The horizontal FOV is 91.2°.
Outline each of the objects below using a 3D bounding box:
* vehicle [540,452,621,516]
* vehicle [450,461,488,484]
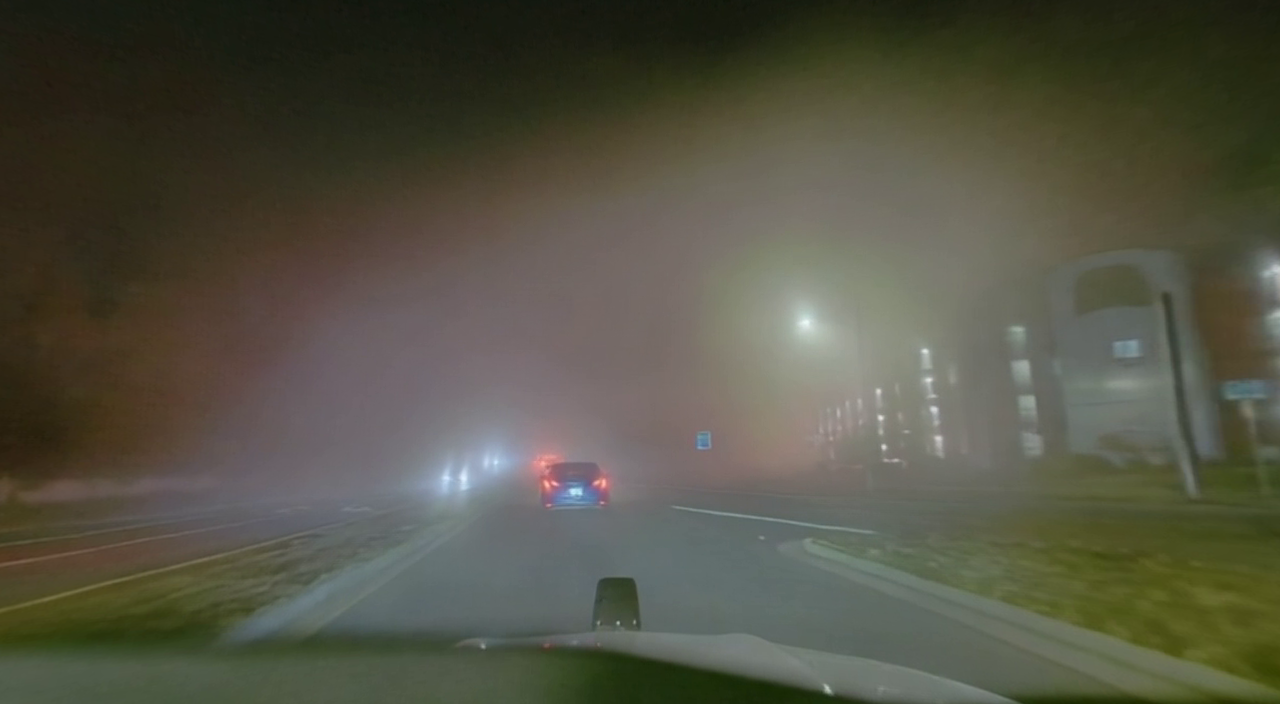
[{"bbox_3d":[-1.790,3.614,17.619,2.014,1.525,3.670,0,-9,-9],"label":"vehicle"},{"bbox_3d":[-12.881,9.077,47.444,2.018,1.498,4.168,0,-9,-6],"label":"vehicle"}]
